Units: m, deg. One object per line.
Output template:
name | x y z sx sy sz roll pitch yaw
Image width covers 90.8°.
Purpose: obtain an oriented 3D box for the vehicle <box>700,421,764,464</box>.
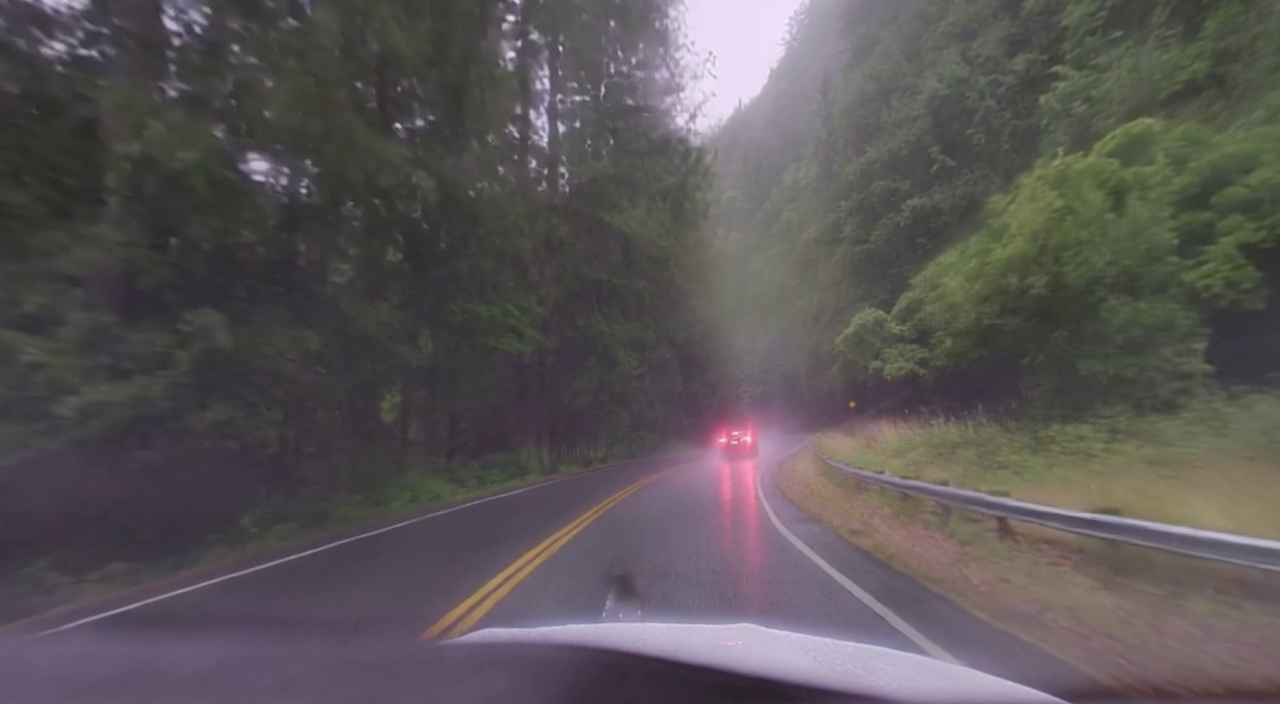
vehicle | 4.768 4.627 31.946 2.469 1.953 5.605 -3 -9 15
